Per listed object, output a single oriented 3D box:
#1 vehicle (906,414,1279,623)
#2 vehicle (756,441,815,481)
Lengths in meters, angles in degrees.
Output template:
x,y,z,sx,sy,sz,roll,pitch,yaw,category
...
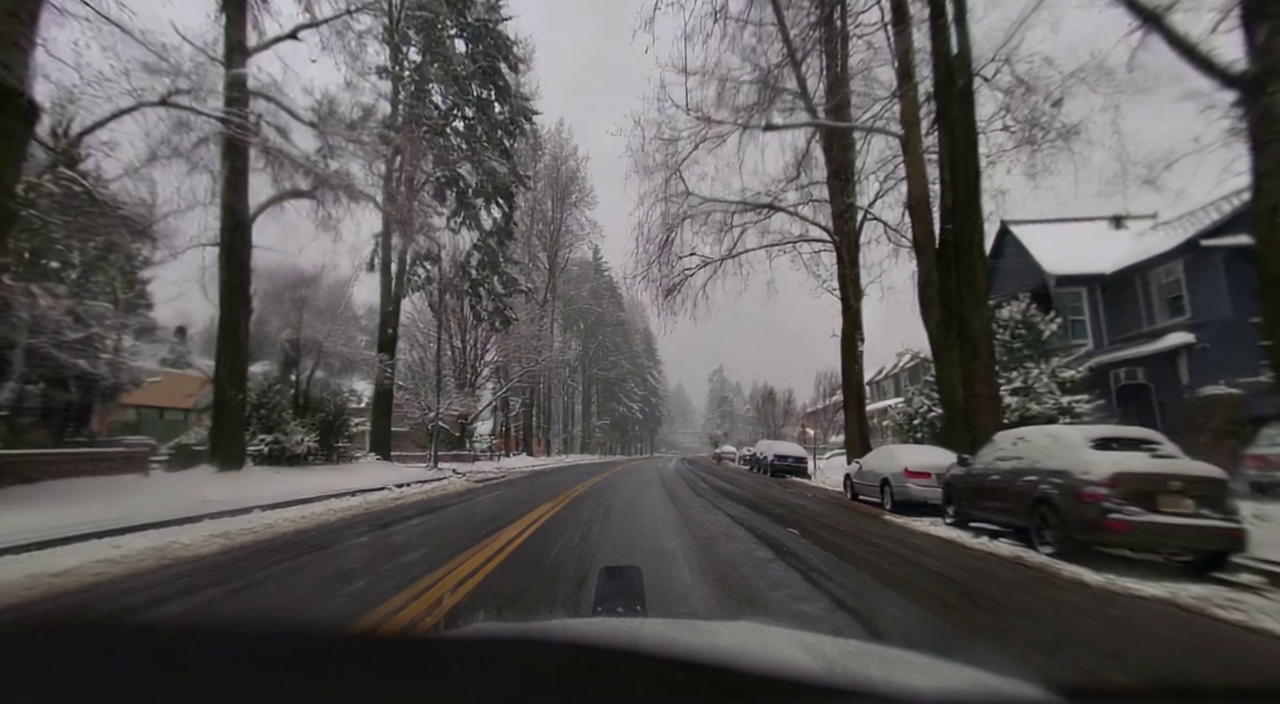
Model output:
x,y,z,sx,sy,sz,roll,pitch,yaw,category
5.219,1.703,7.593,2.085,1.647,5.027,-1,-9,3,vehicle
6.482,4.879,28.563,1.798,1.669,3.626,0,-9,0,vehicle
